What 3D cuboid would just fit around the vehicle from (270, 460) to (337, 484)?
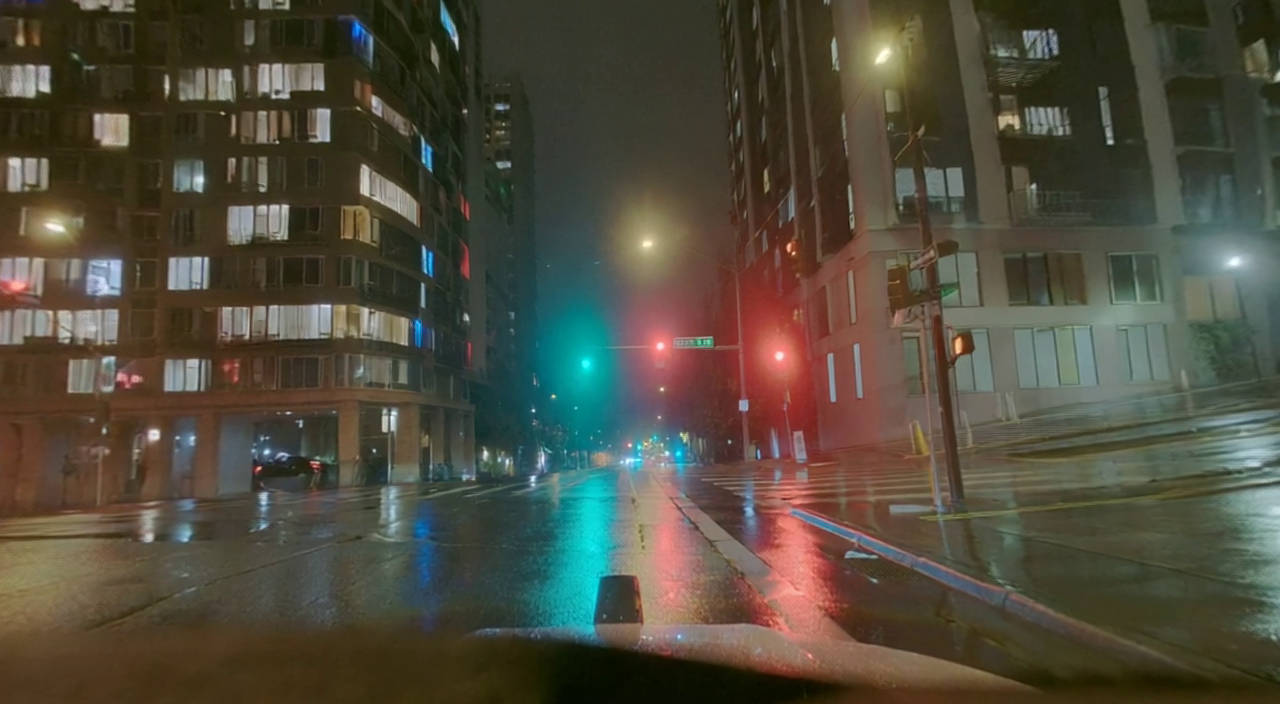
[{"bbox_3d":[-24.671,8.804,46.269,3.882,1.600,1.768,0,-9,2],"label":"vehicle"}]
